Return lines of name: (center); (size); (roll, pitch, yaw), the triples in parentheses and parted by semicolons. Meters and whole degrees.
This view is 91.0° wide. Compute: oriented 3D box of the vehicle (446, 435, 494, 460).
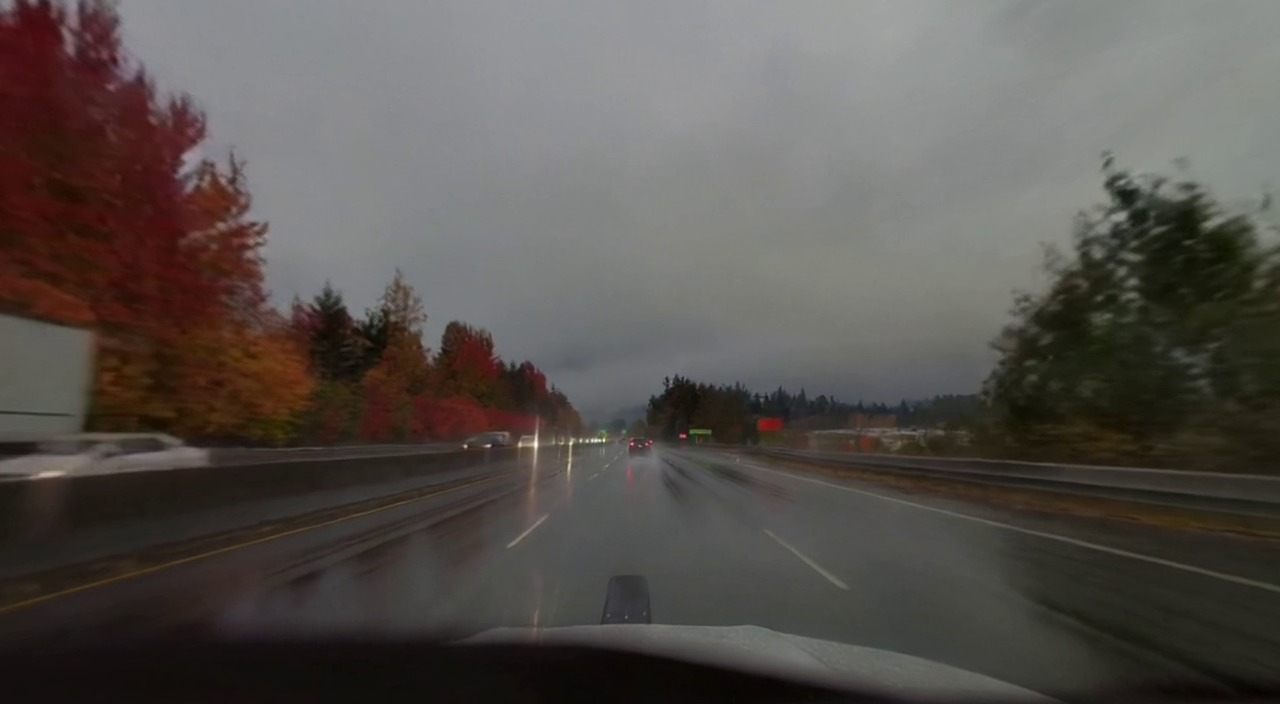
vehicle: (-11.402, 6.449, 42.507); (1.969, 1.544, 4.758); (0, -8, 0)

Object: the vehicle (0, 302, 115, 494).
vehicle: (-15.134, 0.208, 8.063); (2.927, 4.069, 16.353); (0, -8, 0)

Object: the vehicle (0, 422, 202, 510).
vehicle: (-11.577, 2.252, 12.925); (1.871, 1.479, 4.480); (0, -8, 0)
